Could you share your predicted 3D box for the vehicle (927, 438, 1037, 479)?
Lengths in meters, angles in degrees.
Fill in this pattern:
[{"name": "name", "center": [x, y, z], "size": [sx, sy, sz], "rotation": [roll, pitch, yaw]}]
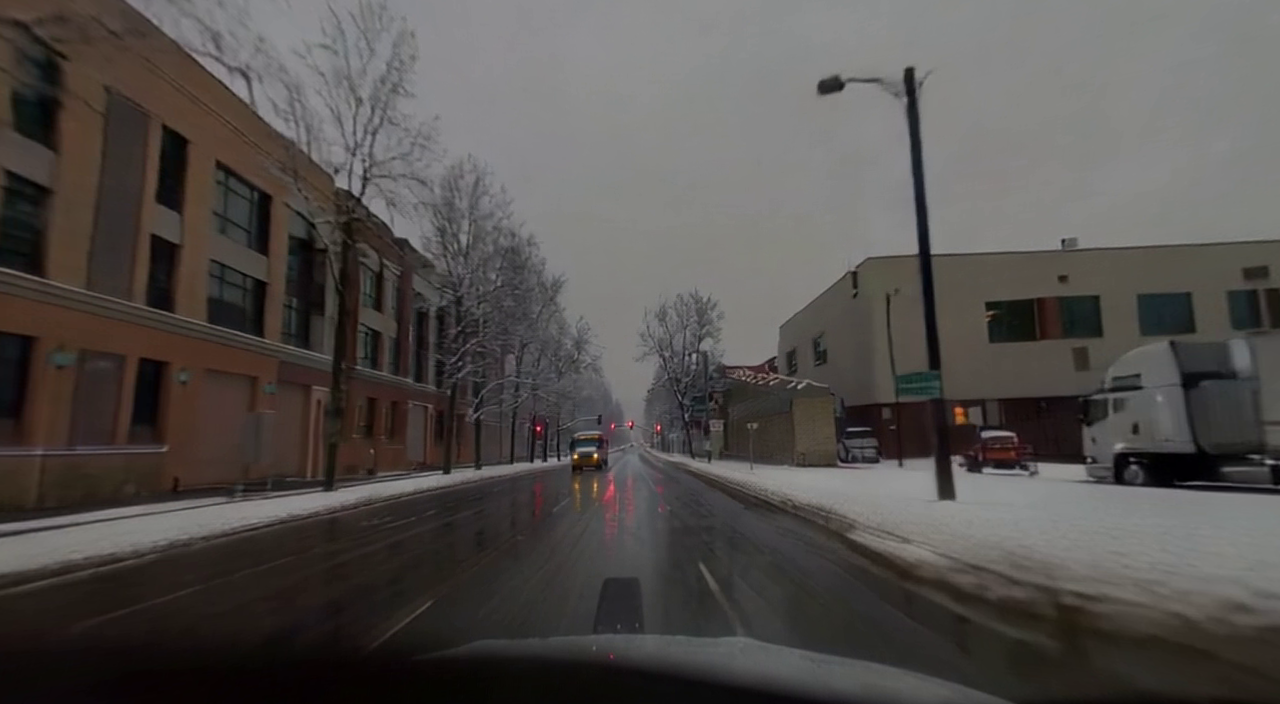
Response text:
[{"name": "vehicle", "center": [14.570, 4.544, 26.932], "size": [3.627, 1.567, 1.774], "rotation": [-2, -7, 1]}]
